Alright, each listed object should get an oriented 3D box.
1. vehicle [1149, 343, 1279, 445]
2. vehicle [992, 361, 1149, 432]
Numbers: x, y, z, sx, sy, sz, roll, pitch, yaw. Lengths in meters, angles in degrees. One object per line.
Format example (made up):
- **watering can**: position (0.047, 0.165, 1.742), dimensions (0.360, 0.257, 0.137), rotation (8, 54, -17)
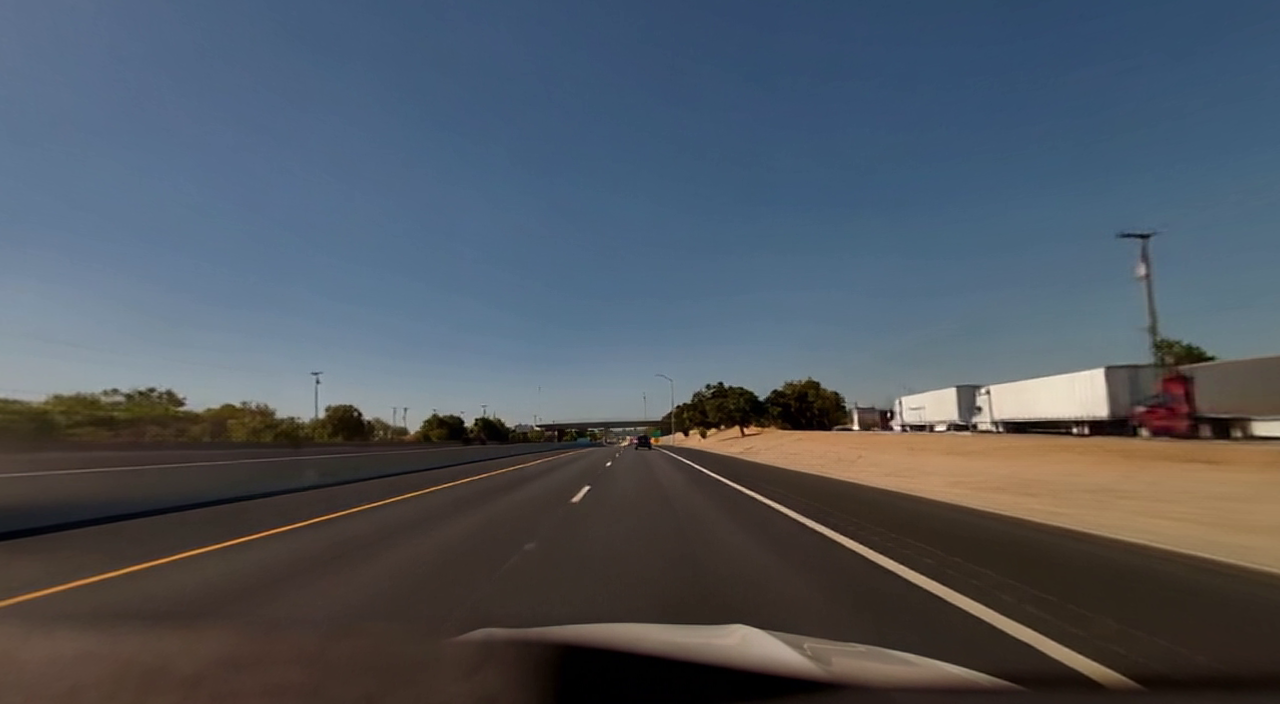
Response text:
- **vehicle**: position (28.290, 2.163, 29.006), dimensions (3.106, 4.073, 10.350), rotation (-1, -8, 13)
- **vehicle**: position (31.259, 3.704, 47.101), dimensions (2.932, 4.074, 14.330), rotation (-5, -9, 6)
